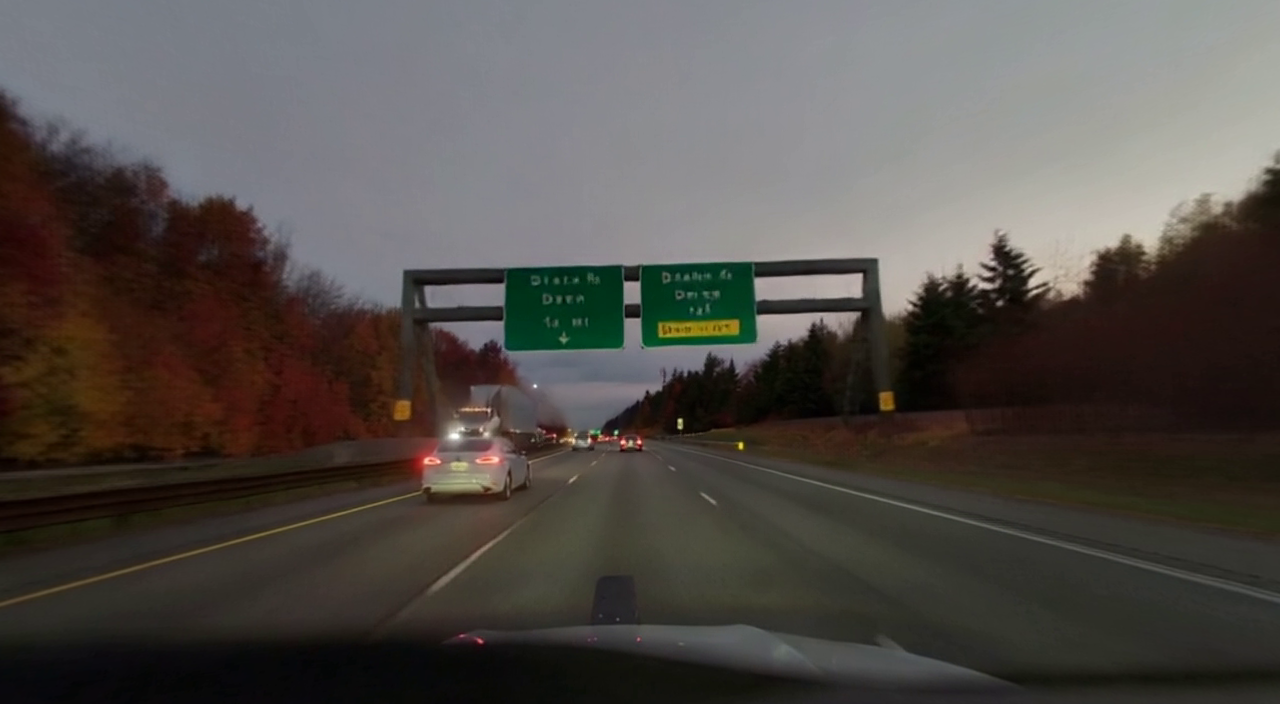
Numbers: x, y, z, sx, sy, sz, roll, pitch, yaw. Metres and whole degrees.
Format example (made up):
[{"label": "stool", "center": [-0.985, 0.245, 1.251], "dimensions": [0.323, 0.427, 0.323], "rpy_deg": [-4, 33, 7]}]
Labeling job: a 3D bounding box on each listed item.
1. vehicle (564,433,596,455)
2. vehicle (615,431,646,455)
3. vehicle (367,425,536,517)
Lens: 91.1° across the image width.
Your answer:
[{"label": "vehicle", "center": [-4.491, 6.971, 47.681], "dimensions": [2.071, 1.524, 4.398], "rpy_deg": [0, -8, -1]}, {"label": "vehicle", "center": [-0.660, 6.300, 43.586], "dimensions": [2.054, 1.609, 3.859], "rpy_deg": [0, -8, -1]}, {"label": "vehicle", "center": [-3.479, 2.281, 12.680], "dimensions": [1.989, 1.497, 4.645], "rpy_deg": [0, -8, 0]}]
